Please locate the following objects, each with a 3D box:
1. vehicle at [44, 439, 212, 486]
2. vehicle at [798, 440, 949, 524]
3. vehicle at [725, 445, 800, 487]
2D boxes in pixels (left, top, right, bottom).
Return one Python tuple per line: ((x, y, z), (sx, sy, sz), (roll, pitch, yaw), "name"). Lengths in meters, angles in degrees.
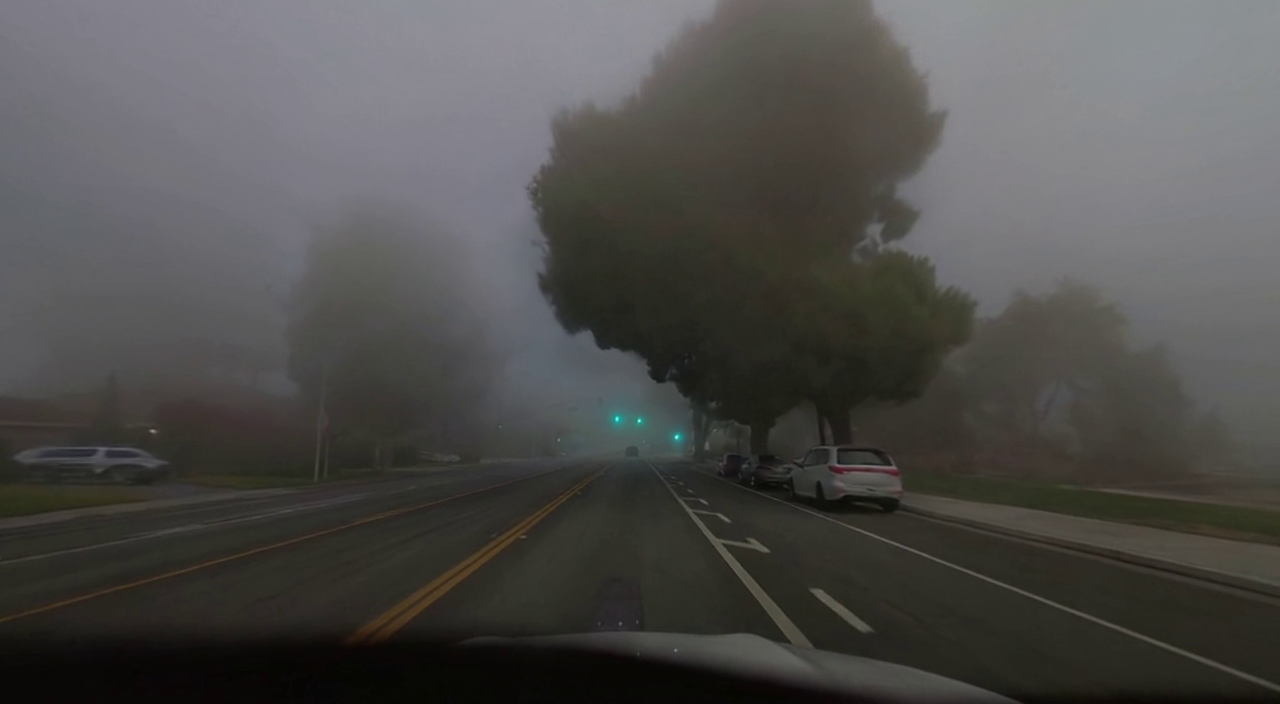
((-20.960, 4.530, 26.049), (4.931, 1.801, 2.142), (0, -8, -1), "vehicle")
((4.791, 2.677, 13.530), (1.875, 1.540, 3.402), (0, -8, -1), "vehicle")
((4.706, 4.431, 24.992), (2.065, 1.463, 4.814), (0, -8, 1), "vehicle")
